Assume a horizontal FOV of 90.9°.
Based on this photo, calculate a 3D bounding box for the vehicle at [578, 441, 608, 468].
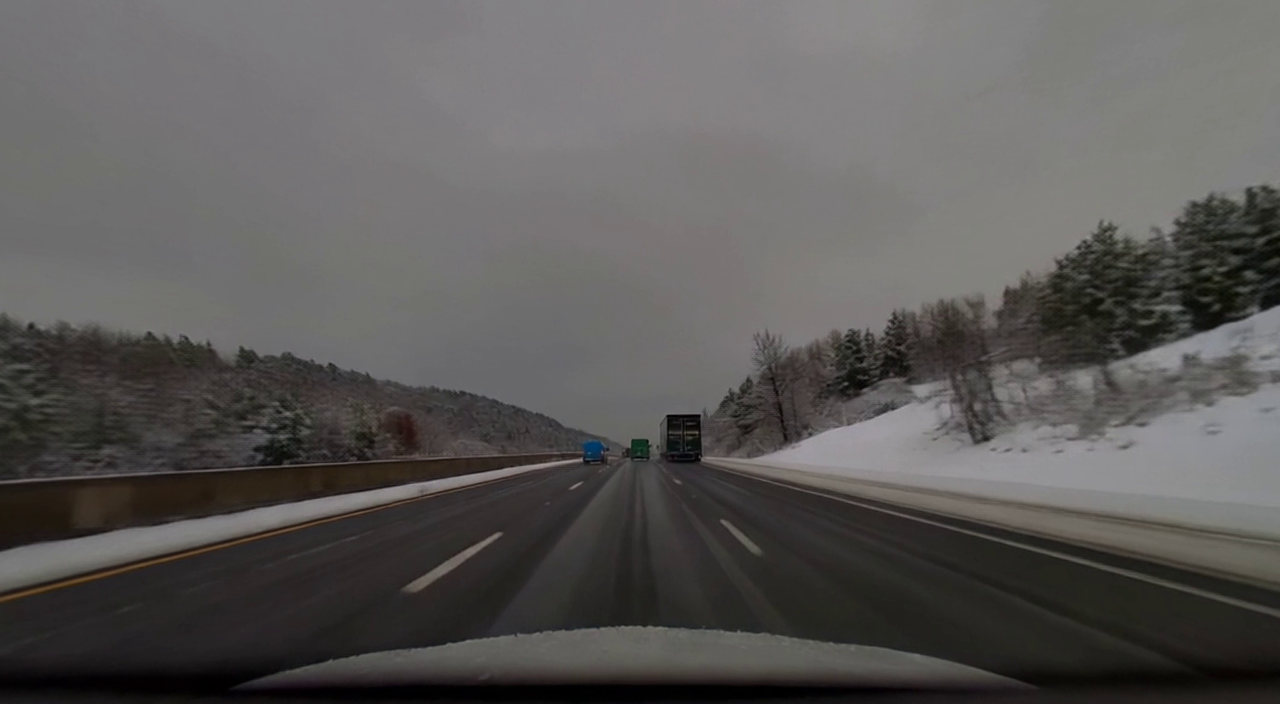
[{"bbox_3d":[-3.665,8.054,49.717,1.955,2.004,4.792,0,-9,1],"label":"vehicle"}]

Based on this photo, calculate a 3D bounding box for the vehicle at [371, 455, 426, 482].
[{"bbox_3d":[-16.116,7.763,42.263,1.887,1.653,4.289,0,-9,1],"label":"vehicle"}]

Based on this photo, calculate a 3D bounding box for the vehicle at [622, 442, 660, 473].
[{"bbox_3d":[0.061,6.526,39.029,2.166,1.747,4.299,0,-9,0],"label":"vehicle"}]
